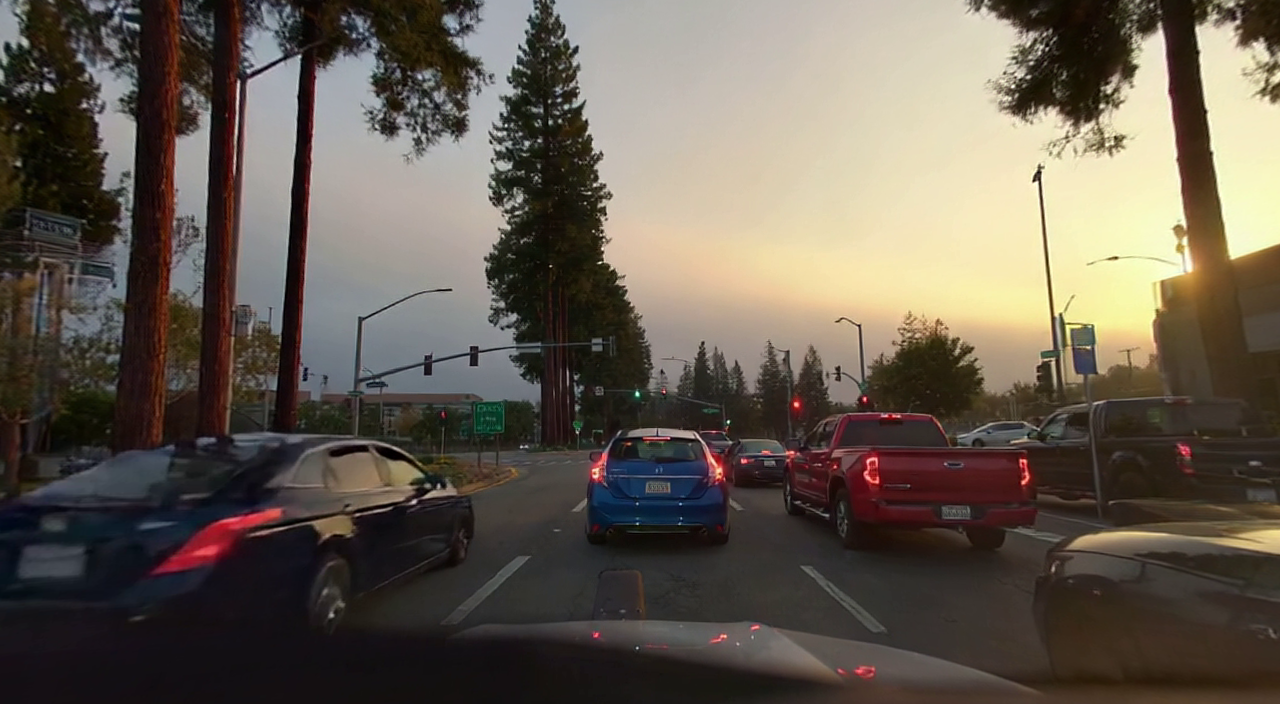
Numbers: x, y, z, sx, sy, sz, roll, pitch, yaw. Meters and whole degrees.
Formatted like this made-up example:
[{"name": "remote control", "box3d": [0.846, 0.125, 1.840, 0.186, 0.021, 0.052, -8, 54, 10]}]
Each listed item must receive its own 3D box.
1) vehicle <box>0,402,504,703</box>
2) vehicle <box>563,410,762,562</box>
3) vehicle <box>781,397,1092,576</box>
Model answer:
[{"name": "vehicle", "box3d": [-2.881, 1.361, 5.478, 2.133, 1.496, 5.150, 0, -8, 1]}, {"name": "vehicle", "box3d": [0.246, 1.769, 8.973, 2.168, 1.641, 4.039, 0, -8, 0]}, {"name": "vehicle", "box3d": [3.383, 1.633, 8.372, 2.099, 1.725, 4.290, 0, -8, 1]}]
